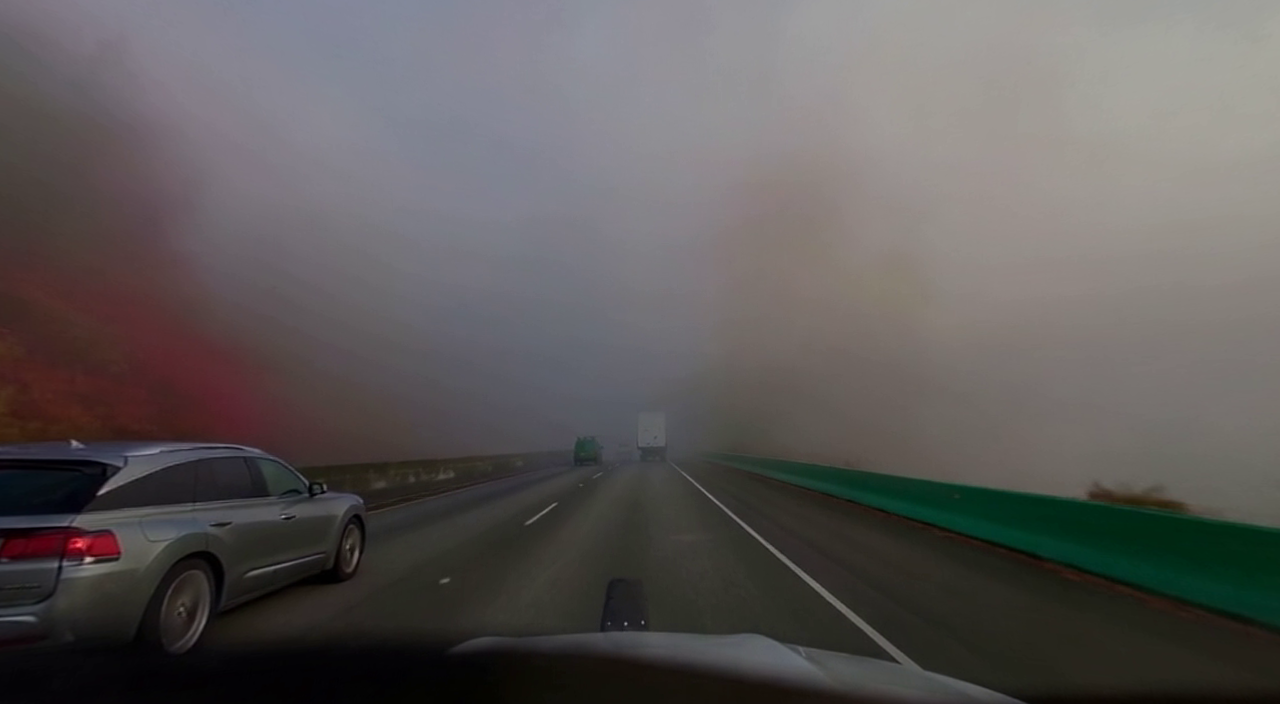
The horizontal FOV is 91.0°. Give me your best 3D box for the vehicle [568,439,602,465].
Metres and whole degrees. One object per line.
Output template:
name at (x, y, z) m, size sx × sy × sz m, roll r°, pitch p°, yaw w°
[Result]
vehicle at (-3.500, 6.431, 40.673) m, size 1.927 × 1.556 × 3.921 m, roll 0°, pitch -8°, yaw -1°
